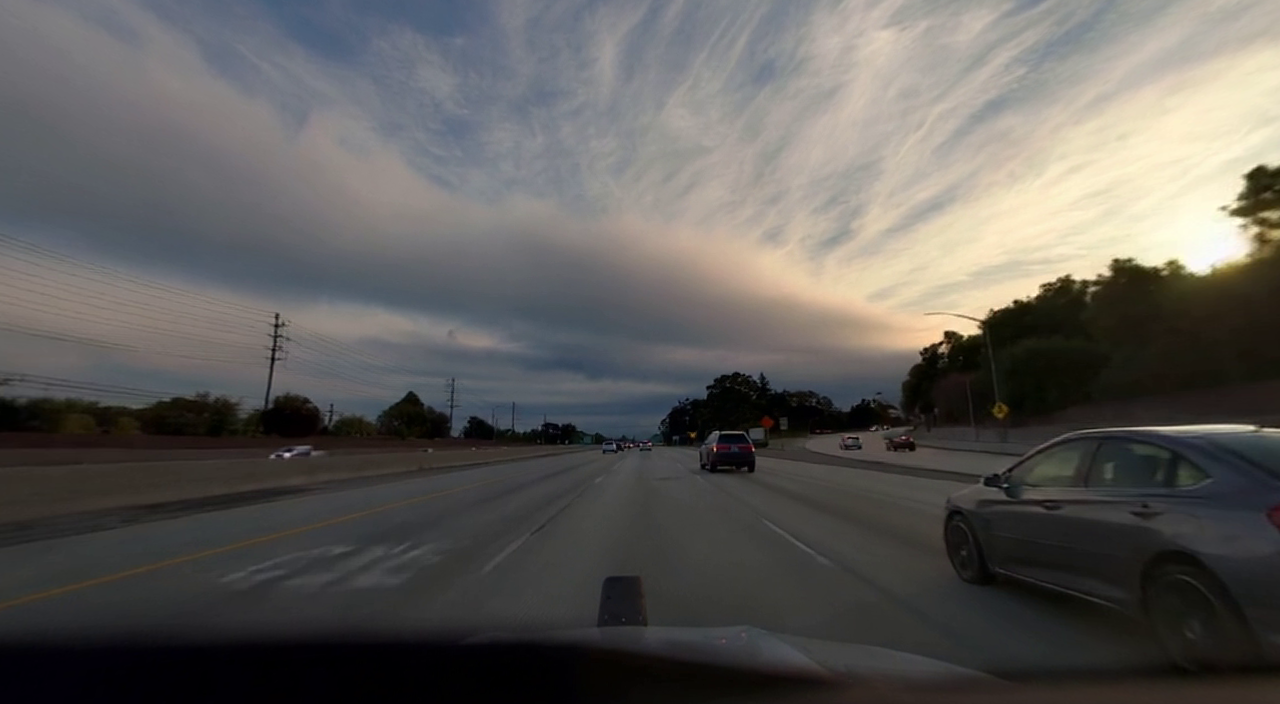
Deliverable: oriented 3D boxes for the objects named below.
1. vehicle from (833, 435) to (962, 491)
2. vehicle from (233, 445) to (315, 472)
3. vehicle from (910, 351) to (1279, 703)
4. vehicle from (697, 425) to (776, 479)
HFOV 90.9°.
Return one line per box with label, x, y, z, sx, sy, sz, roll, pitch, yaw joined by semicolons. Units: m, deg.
vehicle;7.664;3.331;19.323;2.022;1.466;4.509;-1;-8;0
vehicle;-28.509;8.300;49.494;2.663;1.853;6.491;0;-8;-1
vehicle;3.805;1.015;4.060;2.146;1.639;4.475;-1;-8;0
vehicle;3.918;4.191;26.791;2.442;2.022;5.466;-1;-8;0
